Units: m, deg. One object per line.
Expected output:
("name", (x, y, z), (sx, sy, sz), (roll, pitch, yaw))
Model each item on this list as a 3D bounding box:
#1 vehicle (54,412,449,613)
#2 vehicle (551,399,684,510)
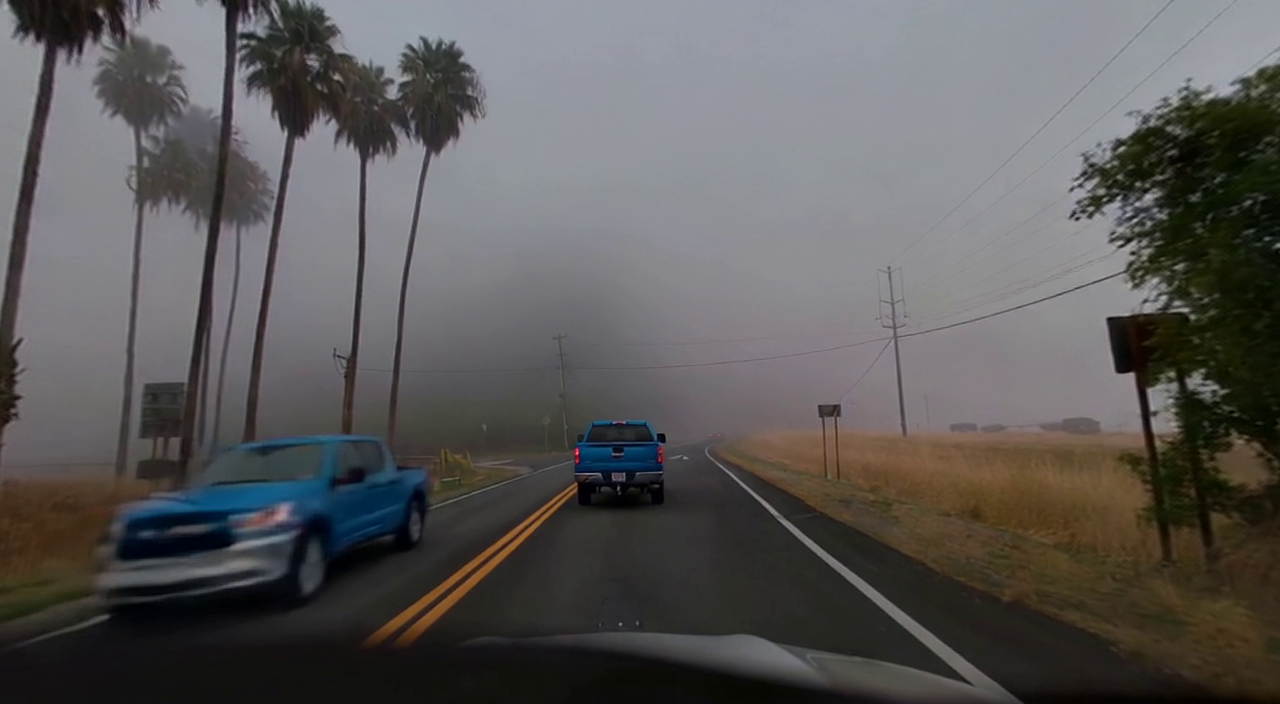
("vehicle", (-4.331, 1.844, 8.345), (2.128, 1.834, 4.877), (0, -8, -1))
("vehicle", (-0.505, 2.521, 15.860), (2.693, 2.223, 5.885), (0, -8, -1))
